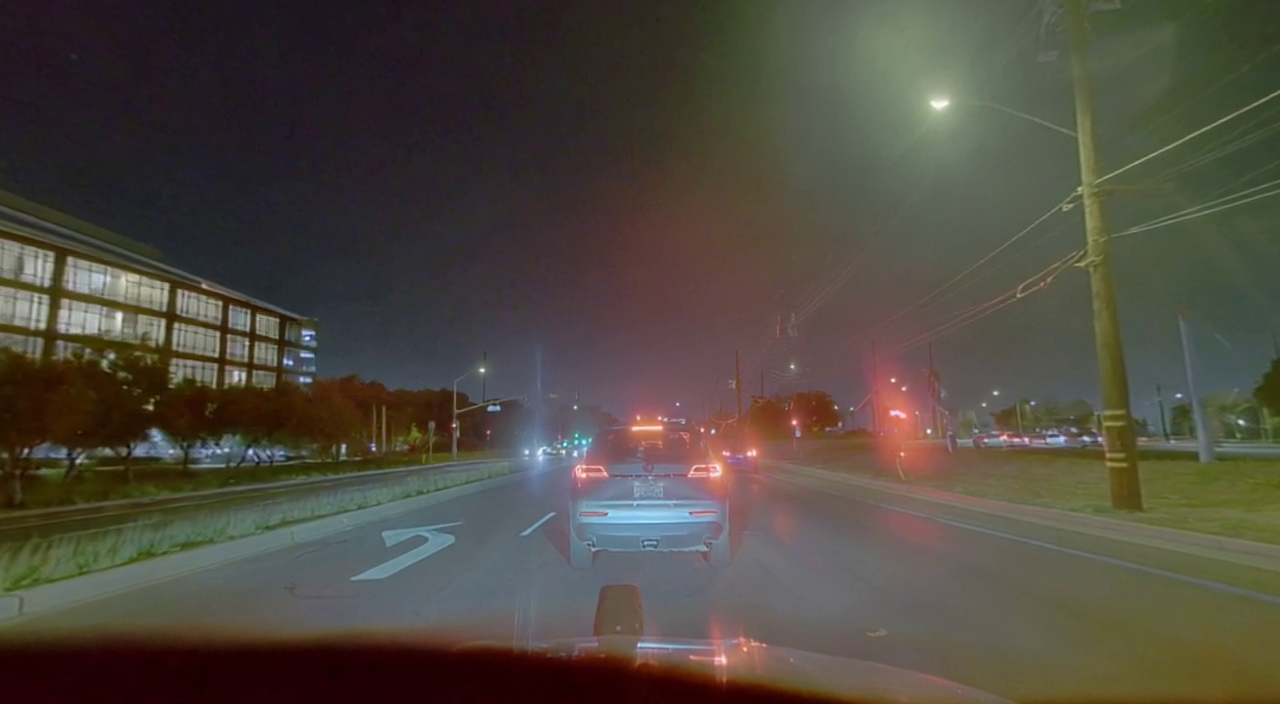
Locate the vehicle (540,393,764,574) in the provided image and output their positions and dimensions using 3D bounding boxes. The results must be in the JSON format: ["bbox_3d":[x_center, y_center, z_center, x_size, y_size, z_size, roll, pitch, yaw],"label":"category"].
[{"bbox_3d":[0.117,1.614,8.446,2.189,1.776,4.342,0,-9,0],"label":"vehicle"}]

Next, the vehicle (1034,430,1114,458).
[{"bbox_3d":[33.922,7.241,49.682,2.400,2.035,6.402,-1,-9,7],"label":"vehicle"}]
